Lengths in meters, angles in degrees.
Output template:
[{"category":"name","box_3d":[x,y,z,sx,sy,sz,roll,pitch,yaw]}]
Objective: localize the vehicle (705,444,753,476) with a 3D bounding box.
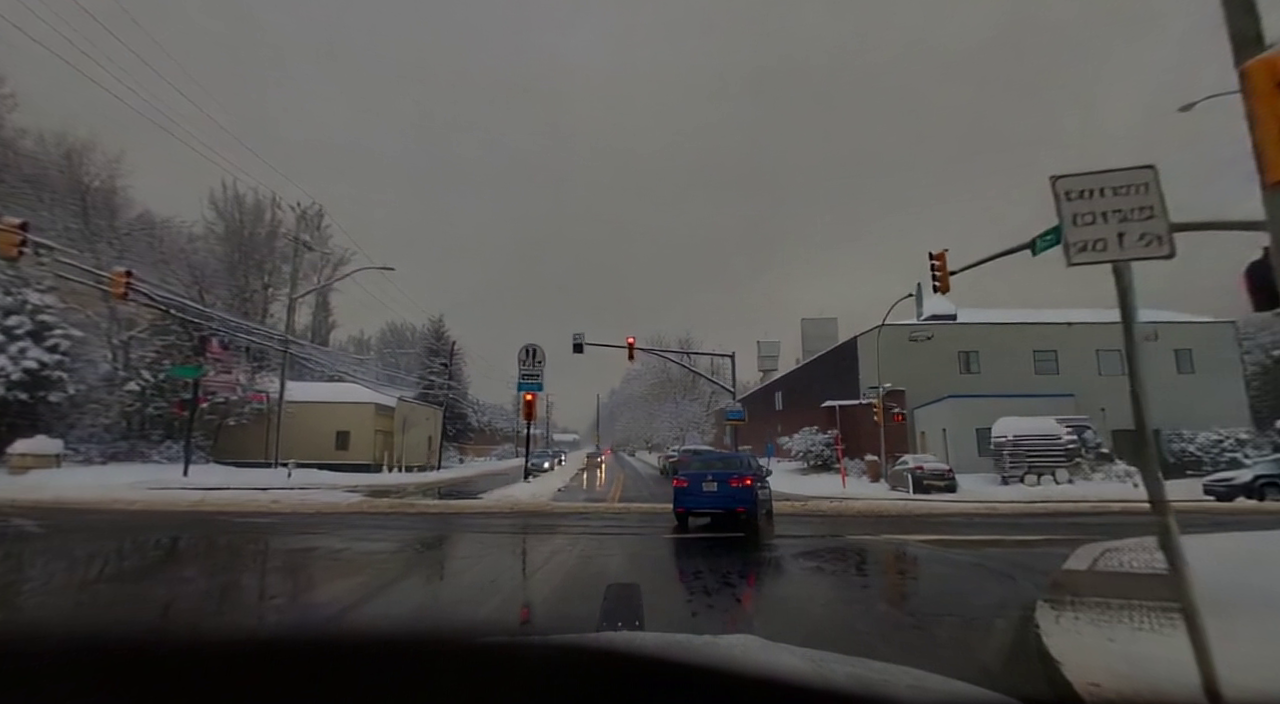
[{"category":"vehicle","box_3d":[5.887,7.123,41.835,1.491,2.041,2.964,6,-10,-35]}]

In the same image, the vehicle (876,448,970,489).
[{"category":"vehicle","box_3d":[11.600,4.858,26.168,1.922,1.529,3.964,1,-12,-2]}]

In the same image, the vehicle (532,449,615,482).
[{"category":"vehicle","box_3d":[-3.485,5.911,33.153,3.991,1.526,1.868,-4,-9,30]}]
